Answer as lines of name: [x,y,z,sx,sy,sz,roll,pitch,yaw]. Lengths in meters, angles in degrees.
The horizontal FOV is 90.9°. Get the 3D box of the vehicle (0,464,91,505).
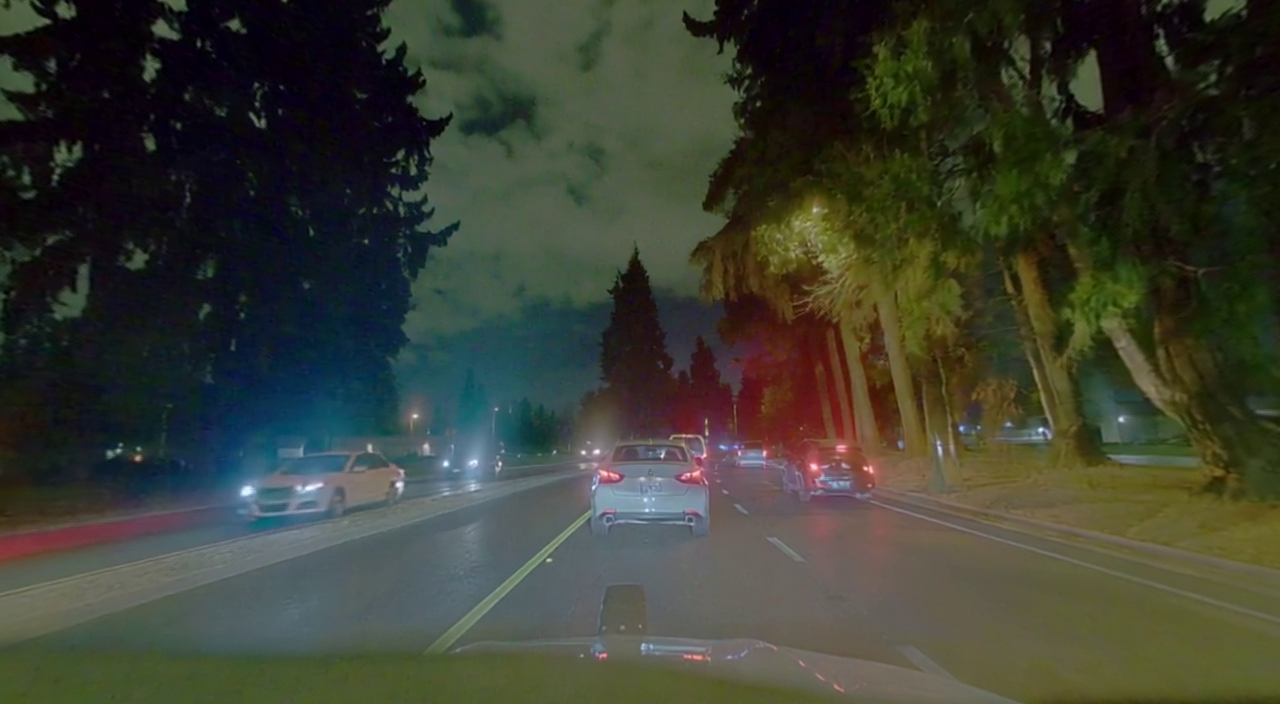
vehicle: [-27.167,5.810,27.789,4.256,1.633,1.940,-1,-8,6]

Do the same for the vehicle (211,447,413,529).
vehicle: [-6.914,2.877,13.976,1.929,1.463,4.405,-1,-8,3]

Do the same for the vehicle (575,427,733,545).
vehicle: [0.227,2.134,10.694,2.154,1.585,3.997,-1,-8,1]

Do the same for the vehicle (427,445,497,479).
vehicle: [-9.646,5.984,34.553,2.068,1.688,4.665,-1,-8,6]

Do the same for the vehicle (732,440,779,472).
vehicle: [5.727,5.215,31.818,1.984,1.507,4.359,-1,-8,6]
